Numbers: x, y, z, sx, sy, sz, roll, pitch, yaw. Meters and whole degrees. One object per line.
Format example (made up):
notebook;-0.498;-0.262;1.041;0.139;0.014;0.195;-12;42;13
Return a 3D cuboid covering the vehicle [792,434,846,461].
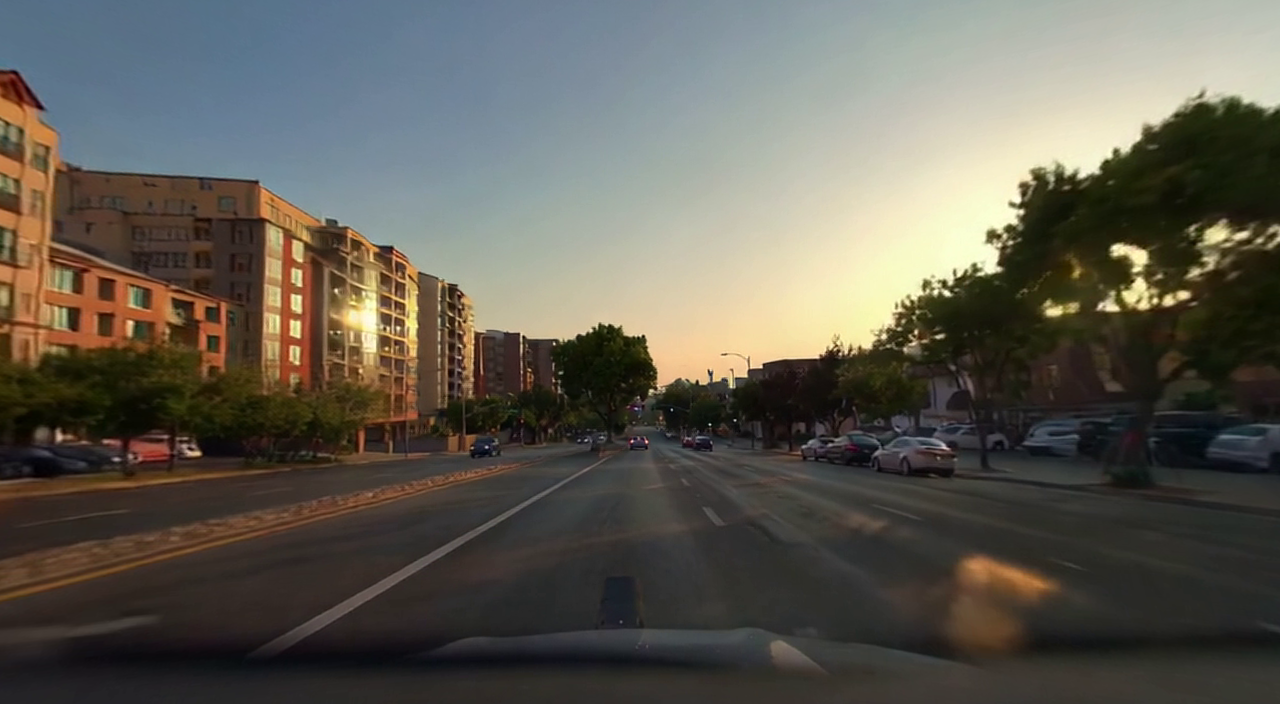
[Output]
vehicle;10.428;5.605;37.051;1.948;1.489;4.276;0;-8;1

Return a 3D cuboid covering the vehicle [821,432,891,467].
vehicle;10.601;4.810;31.276;1.905;1.597;4.040;0;-8;-2

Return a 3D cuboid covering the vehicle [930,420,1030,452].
vehicle;21.213;5.252;39.564;5.047;1.904;2.012;0;-8;1

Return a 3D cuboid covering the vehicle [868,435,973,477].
vehicle;10.362;3.873;23.758;1.861;1.446;4.413;0;-8;-1
